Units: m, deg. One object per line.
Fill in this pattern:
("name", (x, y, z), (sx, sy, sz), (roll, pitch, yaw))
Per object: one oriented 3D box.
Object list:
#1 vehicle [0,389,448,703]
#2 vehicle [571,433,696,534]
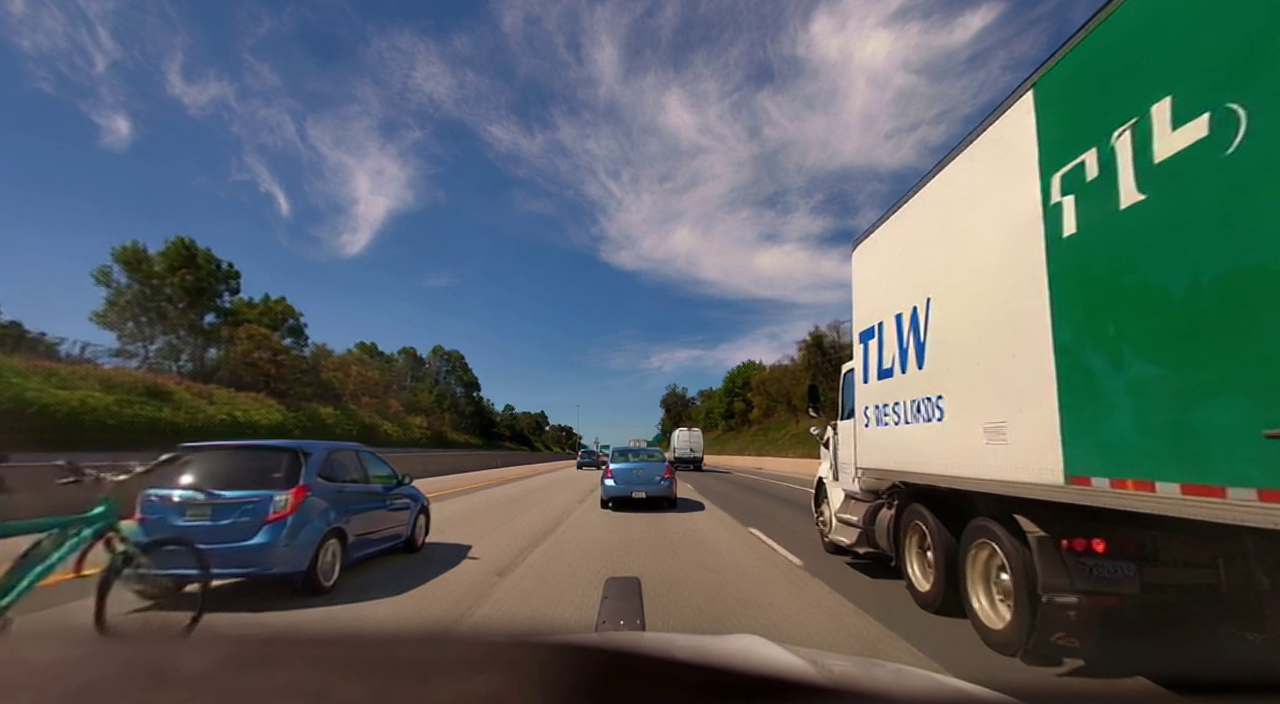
("vehicle", (-3.489, 1.398, 5.750), (1.985, 1.671, 4.604), (0, -9, 0))
("vehicle", (-0.117, 2.359, 11.749), (1.973, 1.574, 3.426), (0, -9, -1))
